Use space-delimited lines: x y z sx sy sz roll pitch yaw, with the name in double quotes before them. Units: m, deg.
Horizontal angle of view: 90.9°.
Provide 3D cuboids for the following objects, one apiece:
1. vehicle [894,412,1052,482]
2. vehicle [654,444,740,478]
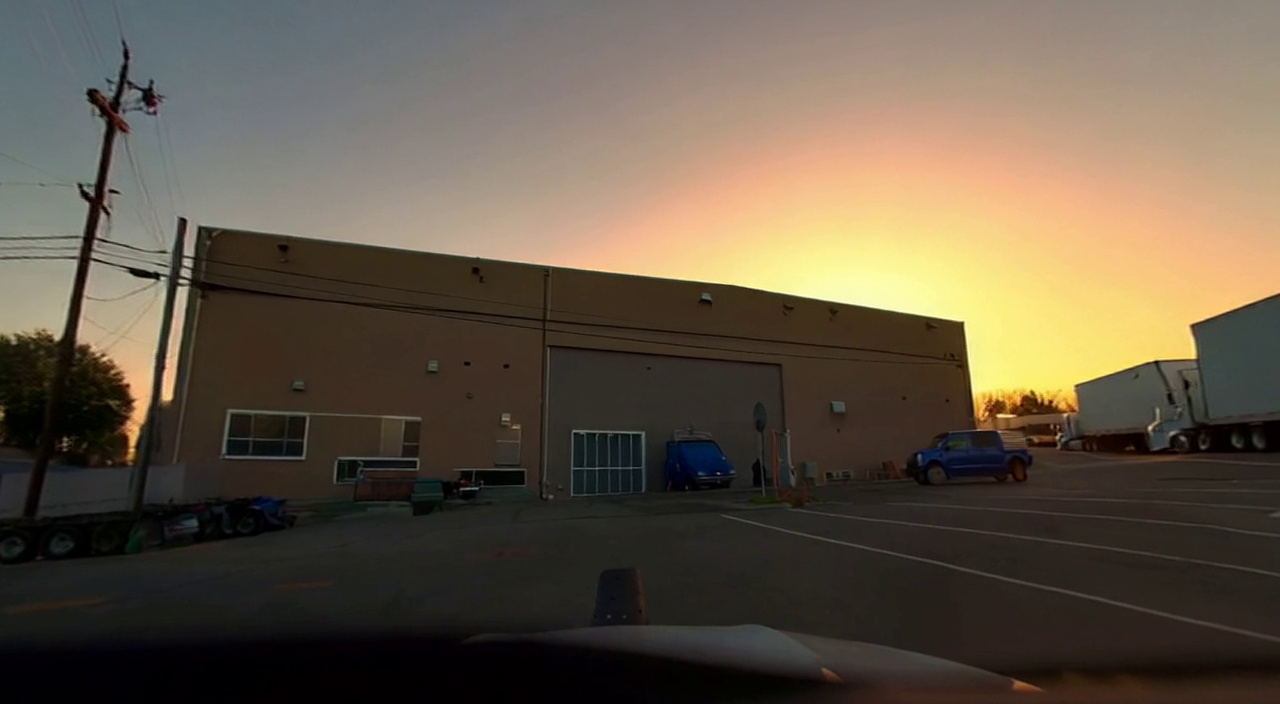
"vehicle" 16.533 4.801 31.638 6.271 3.004 2.298 -4 -11 3
"vehicle" 3.641 7.015 40.847 5.207 2.103 1.997 1 -8 -6
